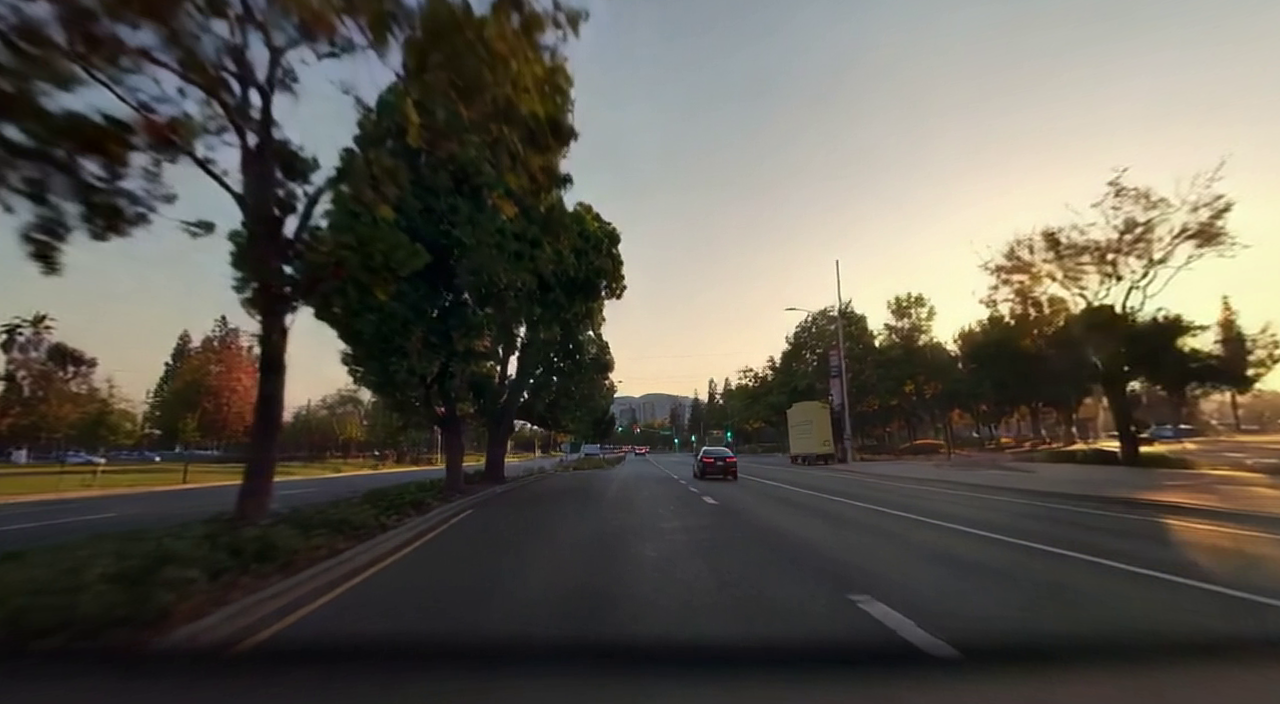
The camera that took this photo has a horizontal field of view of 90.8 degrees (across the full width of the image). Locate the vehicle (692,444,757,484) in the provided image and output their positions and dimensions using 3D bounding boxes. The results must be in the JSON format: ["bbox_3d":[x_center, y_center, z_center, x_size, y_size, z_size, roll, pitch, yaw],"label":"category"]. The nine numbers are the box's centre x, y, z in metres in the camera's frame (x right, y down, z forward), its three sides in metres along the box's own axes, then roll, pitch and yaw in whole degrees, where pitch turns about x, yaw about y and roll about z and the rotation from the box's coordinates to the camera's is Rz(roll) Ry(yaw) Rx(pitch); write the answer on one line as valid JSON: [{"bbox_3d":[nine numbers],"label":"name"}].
[{"bbox_3d":[3.364,4.541,25.960,1.948,1.479,4.620,0,-8,-1],"label":"vehicle"}]
